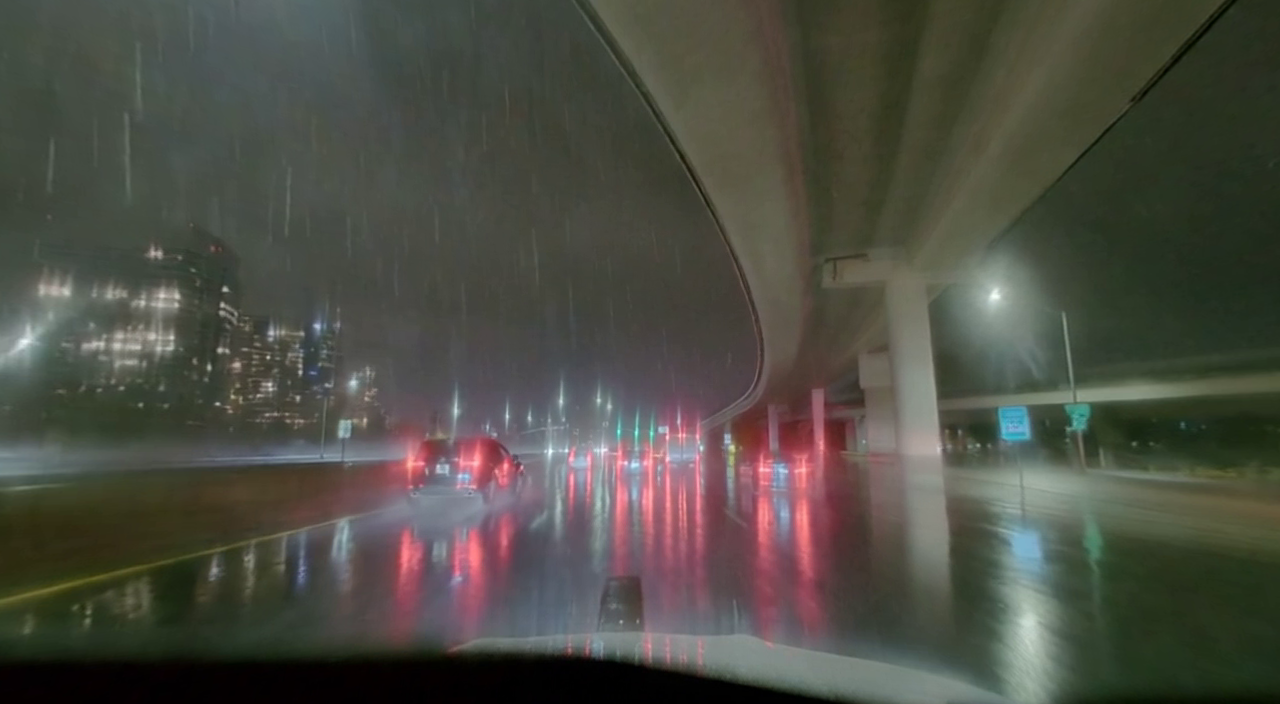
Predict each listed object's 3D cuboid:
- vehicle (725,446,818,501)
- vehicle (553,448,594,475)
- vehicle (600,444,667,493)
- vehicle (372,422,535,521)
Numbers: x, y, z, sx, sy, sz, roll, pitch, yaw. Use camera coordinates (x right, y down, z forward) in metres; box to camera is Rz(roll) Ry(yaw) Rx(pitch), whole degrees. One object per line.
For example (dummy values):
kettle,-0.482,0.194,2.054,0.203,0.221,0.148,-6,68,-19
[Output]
vehicle,3.906,3.664,19.425,1.974,1.490,3.994,0,-9,-1
vehicle,-3.758,6.294,36.288,1.868,1.431,4.055,0,-9,1
vehicle,-0.190,3.951,21.726,2.089,1.493,3.964,0,-9,0
vehicle,-3.889,2.591,14.178,2.142,1.819,4.648,0,-9,1
